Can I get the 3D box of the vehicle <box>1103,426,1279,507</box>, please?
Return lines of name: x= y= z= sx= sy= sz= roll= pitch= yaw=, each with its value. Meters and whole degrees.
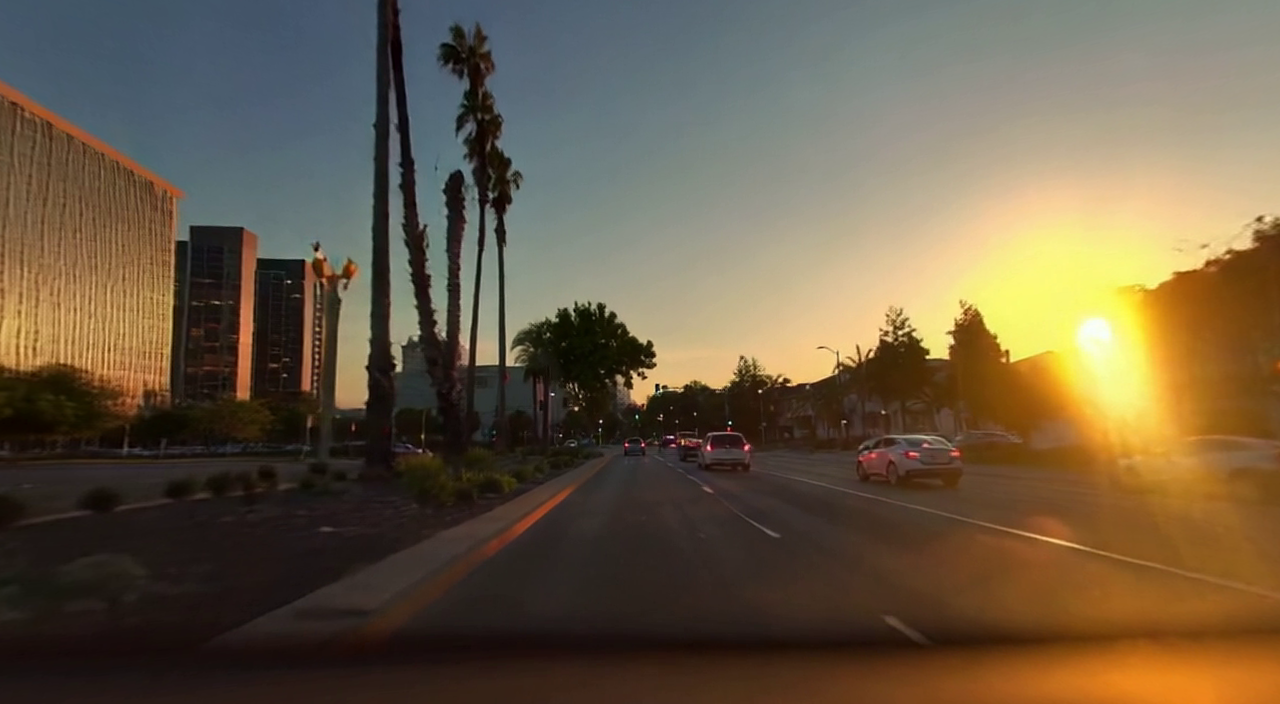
vehicle: x=13.725 y=2.592 z=14.608 sx=2.009 sy=1.600 sz=4.960 roll=0 pitch=-9 yaw=-4

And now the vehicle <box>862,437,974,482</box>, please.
vehicle: x=9.991 y=3.899 z=23.124 sx=1.871 sy=1.465 sz=4.395 roll=0 pitch=-9 yaw=-3

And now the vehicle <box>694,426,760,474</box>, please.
vehicle: x=3.745 y=4.331 z=28.065 sx=2.104 sy=1.910 sz=4.693 roll=0 pitch=-9 yaw=-2

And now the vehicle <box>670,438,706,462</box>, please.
vehicle: x=3.205 y=6.684 z=43.001 sx=2.010 sy=1.509 sz=4.377 roll=0 pitch=-9 yaw=-2
